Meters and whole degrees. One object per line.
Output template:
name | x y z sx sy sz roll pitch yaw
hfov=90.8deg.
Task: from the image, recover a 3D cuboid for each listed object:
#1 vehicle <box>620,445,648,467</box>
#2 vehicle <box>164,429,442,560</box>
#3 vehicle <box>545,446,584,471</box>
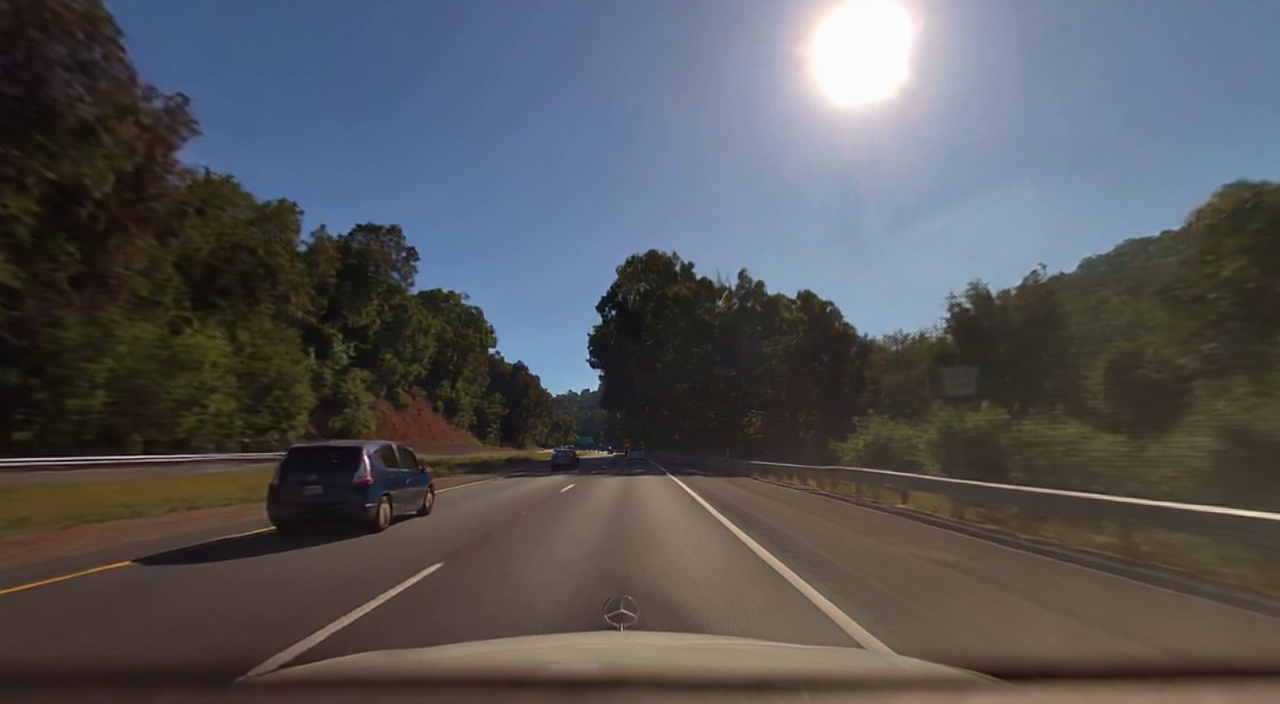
vehicle | -0.496 8.177 49.610 2.070 1.603 4.806 1 -9 -1
vehicle | -4.636 2.001 9.608 1.838 1.508 4.317 0 -9 0
vehicle | -4.818 6.847 40.854 2.052 1.468 4.390 0 -9 0
